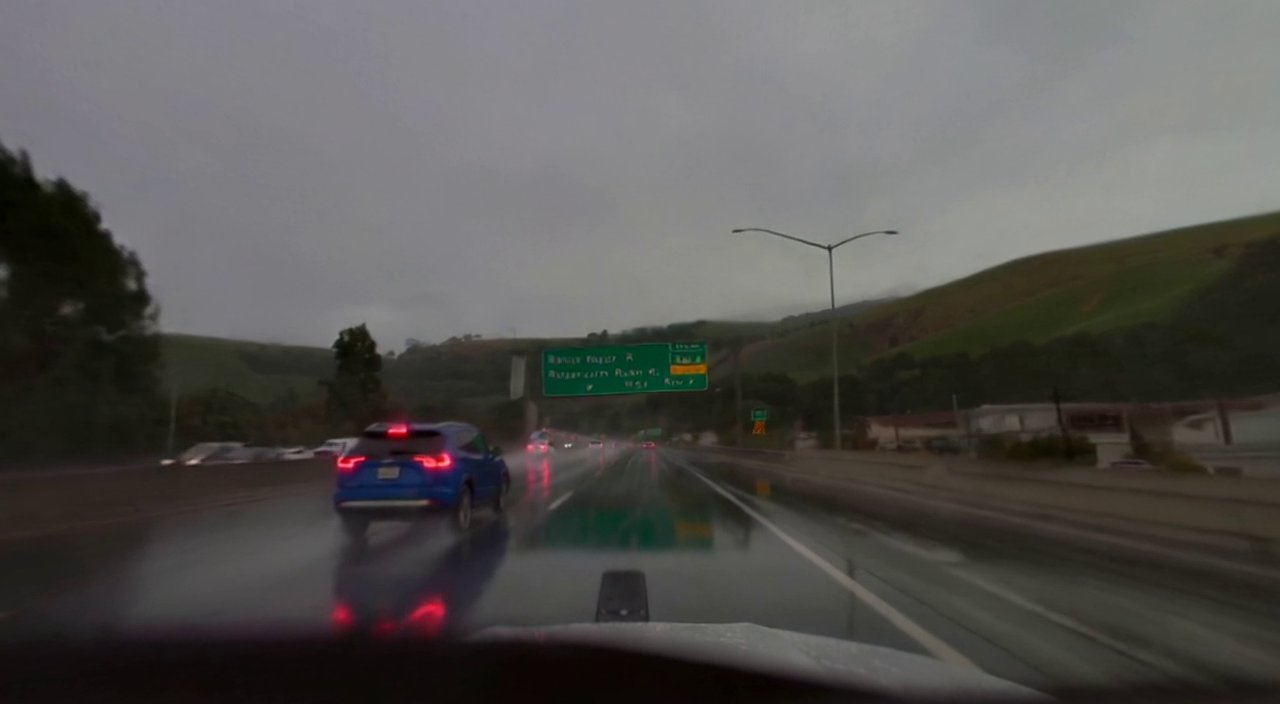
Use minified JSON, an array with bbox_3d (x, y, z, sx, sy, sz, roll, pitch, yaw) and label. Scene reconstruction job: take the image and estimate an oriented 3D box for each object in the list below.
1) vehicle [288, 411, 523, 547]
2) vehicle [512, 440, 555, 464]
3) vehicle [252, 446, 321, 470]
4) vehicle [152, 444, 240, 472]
[{"bbox_3d":[-3.460,1.981,10.454,2.138,1.718,4.415,-1,-8,1],"label":"vehicle"},{"bbox_3d":[-6.960,6.583,41.746,1.963,1.476,4.739,-1,-8,1],"label":"vehicle"},{"bbox_3d":[-24.189,7.251,43.378,1.979,1.478,4.691,-1,-8,1],"label":"vehicle"},{"bbox_3d":[-28.168,6.702,40.207,2.100,1.617,4.780,-1,-8,1],"label":"vehicle"}]
